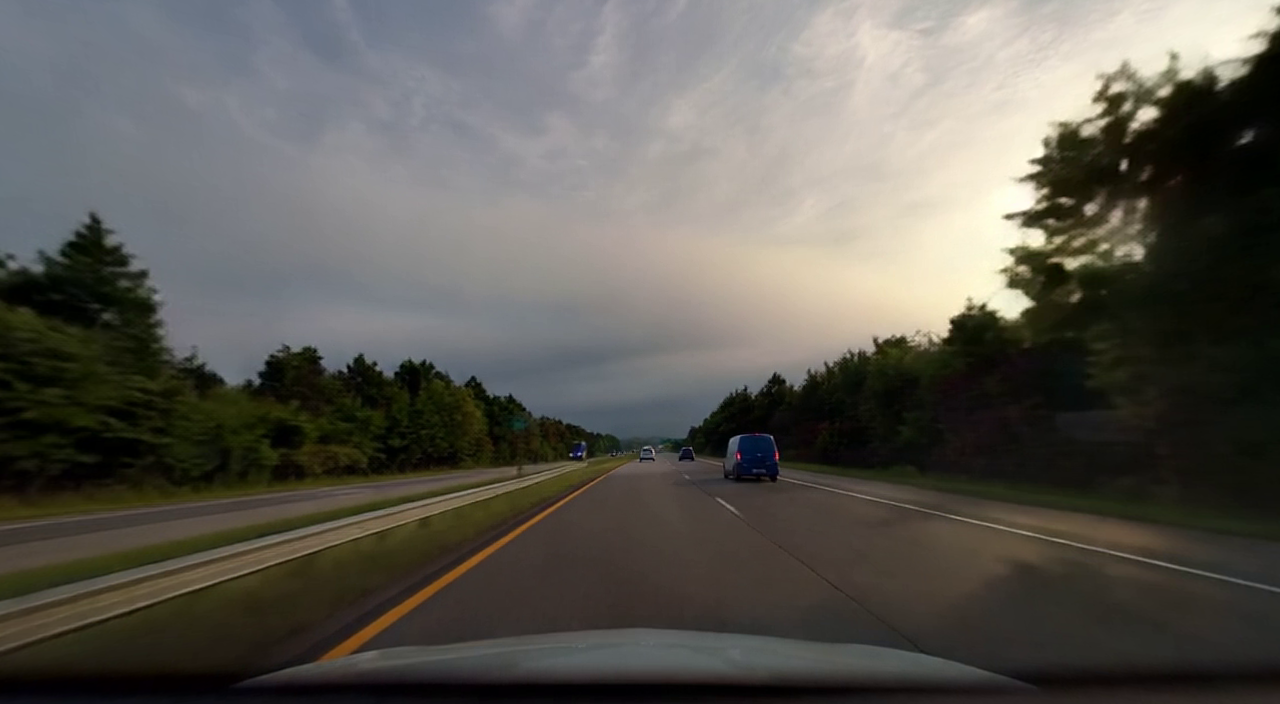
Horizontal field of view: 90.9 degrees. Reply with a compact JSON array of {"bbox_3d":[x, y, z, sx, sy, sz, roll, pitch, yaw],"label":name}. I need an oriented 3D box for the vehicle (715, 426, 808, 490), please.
[{"bbox_3d":[4.285,3.862,23.138,2.371,2.045,4.768,0,-9,-1],"label":"vehicle"}]
